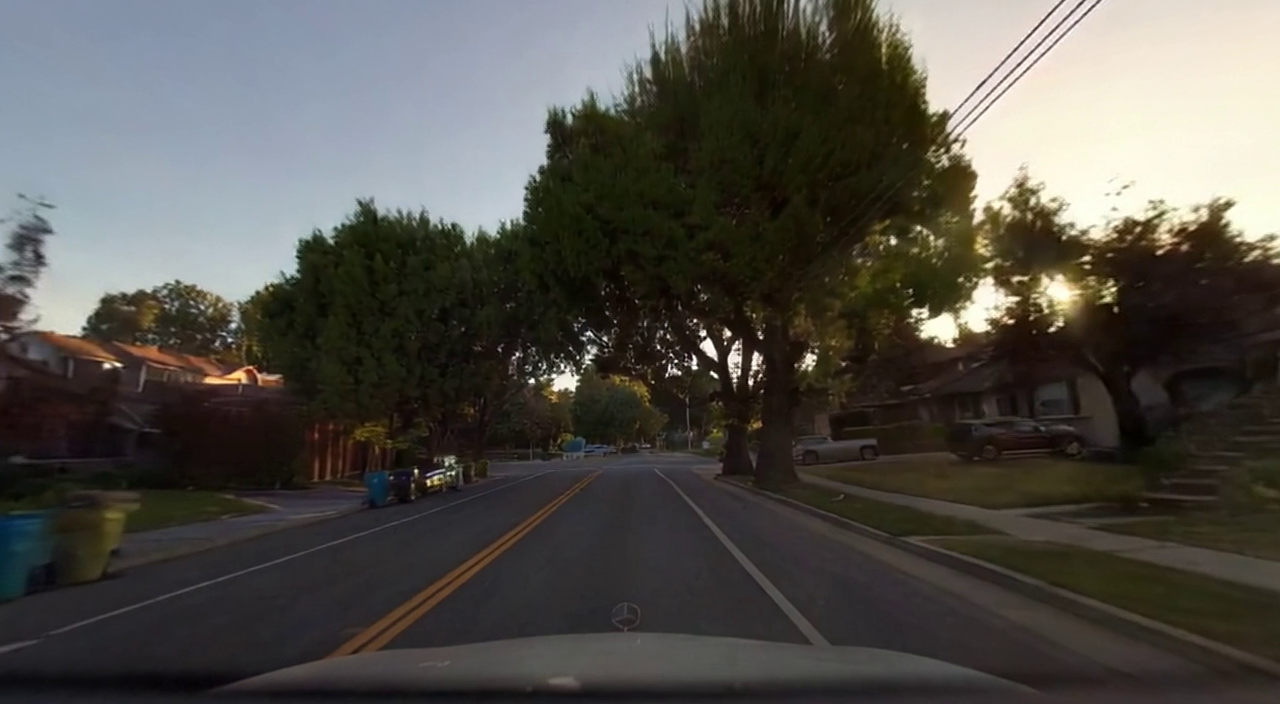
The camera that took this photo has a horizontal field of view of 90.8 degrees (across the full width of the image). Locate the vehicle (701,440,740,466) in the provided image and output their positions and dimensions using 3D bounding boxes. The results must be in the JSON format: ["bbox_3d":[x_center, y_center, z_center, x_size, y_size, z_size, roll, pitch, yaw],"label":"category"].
[{"bbox_3d":[5.471,6.944,43.486,2.010,1.694,4.661,0,-9,-1],"label":"vehicle"}]

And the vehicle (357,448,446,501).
[{"bbox_3d":[-9.487,4.849,25.525,1.998,1.689,4.384,-4,-7,-2],"label":"vehicle"}]

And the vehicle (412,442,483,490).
[{"bbox_3d":[-9.711,5.742,32.266,2.099,2.001,4.845,-4,-7,-1],"label":"vehicle"}]
